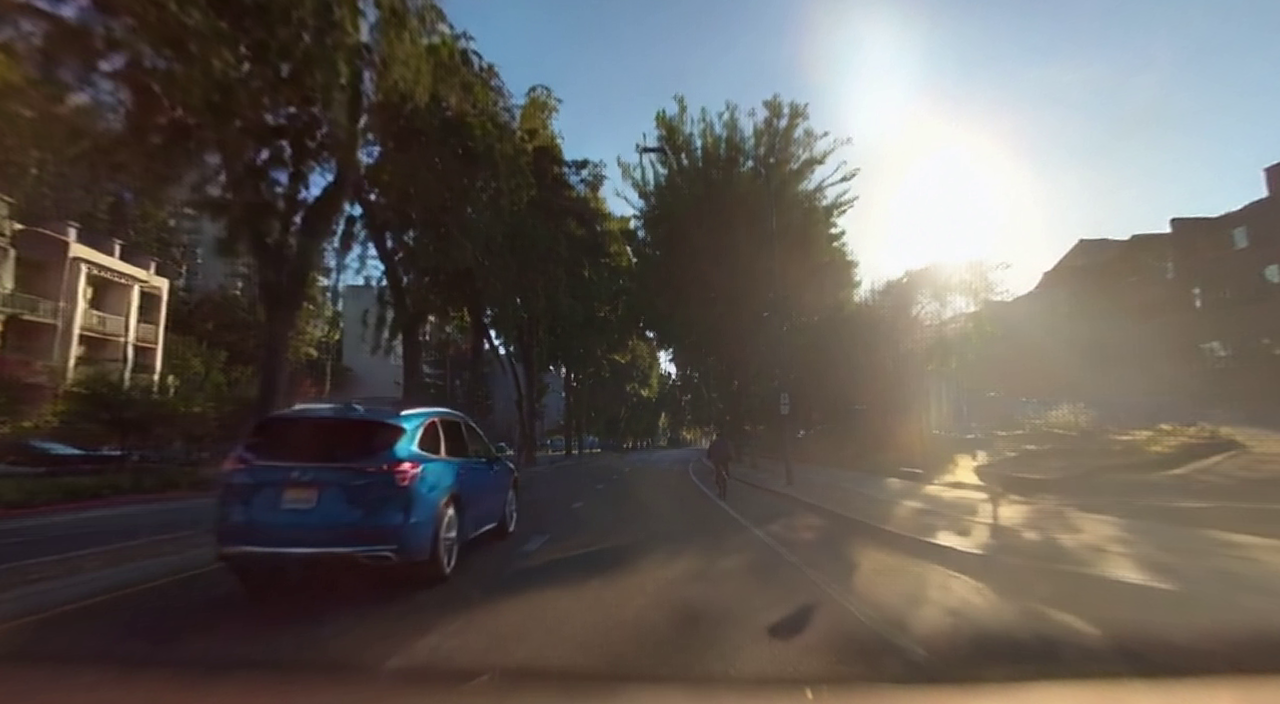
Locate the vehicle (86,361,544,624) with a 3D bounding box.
[{"bbox_3d":[-2.718,1.377,7.123,2.294,1.859,5.127,-1,-9,2],"label":"vehicle"}]
